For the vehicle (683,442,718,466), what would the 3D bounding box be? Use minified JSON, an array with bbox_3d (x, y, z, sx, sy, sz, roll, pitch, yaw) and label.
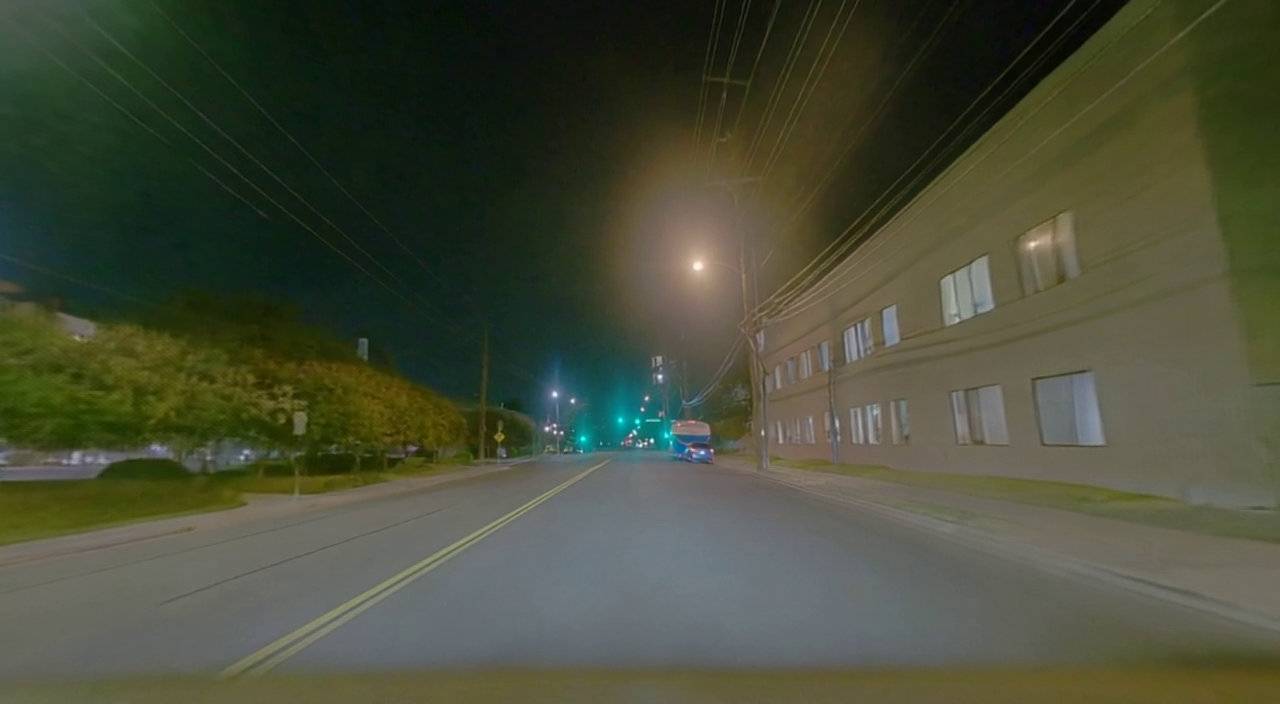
[{"bbox_3d":[4.132,7.026,43.626,1.852,1.497,3.672,-2,-8,-2],"label":"vehicle"}]
